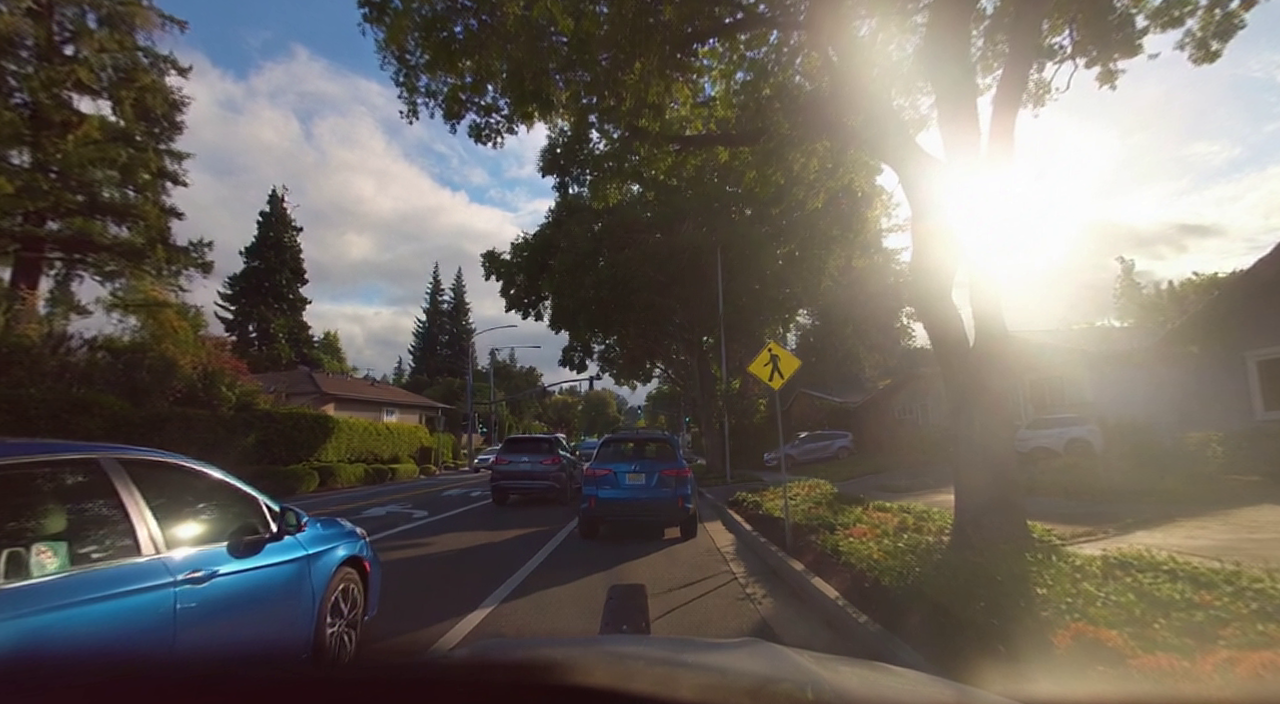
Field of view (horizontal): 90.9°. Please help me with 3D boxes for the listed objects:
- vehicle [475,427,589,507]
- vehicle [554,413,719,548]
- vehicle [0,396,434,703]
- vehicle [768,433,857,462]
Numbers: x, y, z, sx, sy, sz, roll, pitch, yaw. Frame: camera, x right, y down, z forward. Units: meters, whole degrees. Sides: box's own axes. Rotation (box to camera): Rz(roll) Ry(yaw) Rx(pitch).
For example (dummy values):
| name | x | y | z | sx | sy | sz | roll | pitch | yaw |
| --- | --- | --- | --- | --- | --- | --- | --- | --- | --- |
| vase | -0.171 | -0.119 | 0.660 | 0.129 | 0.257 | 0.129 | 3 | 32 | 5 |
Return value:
| name | x | y | z | sx | sy | sz | roll | pitch | yaw |
| --- | --- | --- | --- | --- | --- | --- | --- | --- | --- |
| vehicle | -2.554 | 2.841 | 16.000 | 2.000 | 1.737 | 4.133 | 0 | -9 | 2 |
| vehicle | 0.000 | 1.944 | 10.127 | 2.120 | 1.718 | 3.909 | 0 | -9 | 2 |
| vehicle | -2.860 | 1.071 | 3.178 | 1.968 | 1.472 | 4.685 | 0 | -9 | 1 |
| vehicle | 9.493 | 5.301 | 35.035 | 4.456 | 1.504 | 1.914 | -1 | -8 | 4 |
